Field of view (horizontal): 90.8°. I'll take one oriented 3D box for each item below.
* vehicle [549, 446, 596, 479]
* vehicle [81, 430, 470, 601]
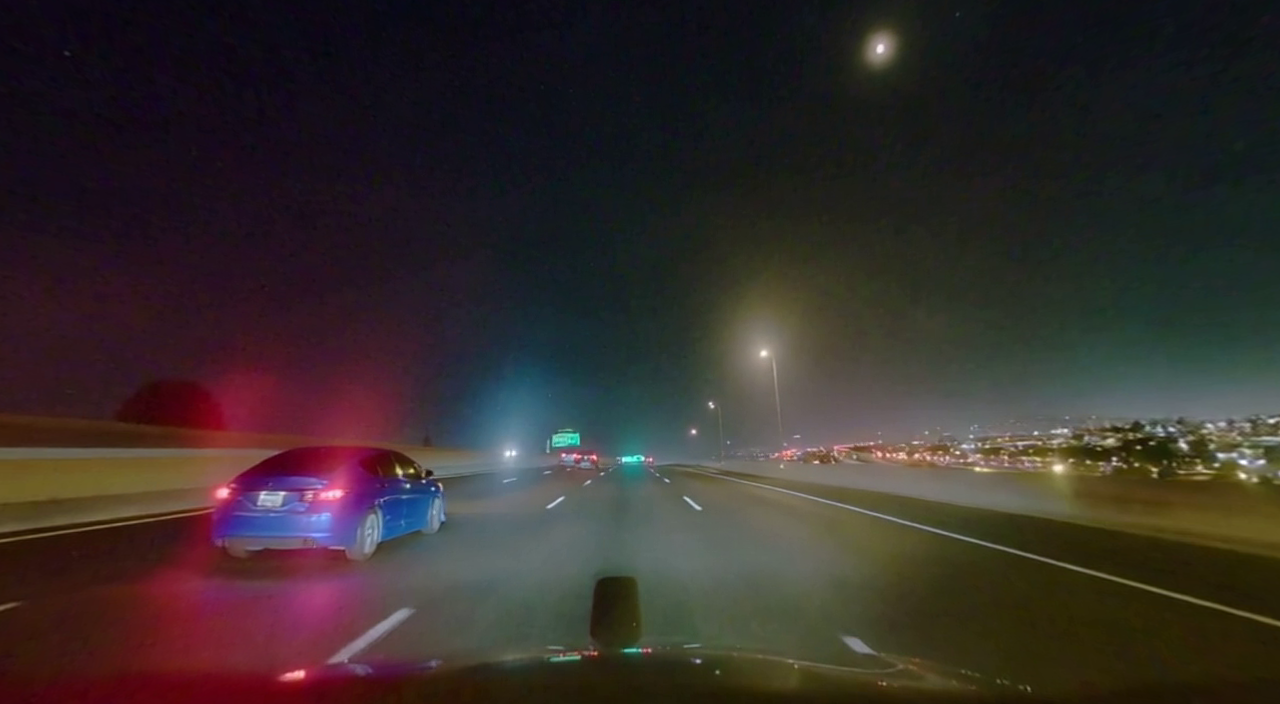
[{"bbox_3d":[-3.624,6.029,34.815,2.075,1.702,4.257,0,-9,0],"label":"vehicle"},{"bbox_3d":[-3.797,1.773,7.813,2.114,1.480,4.473,0,-9,0],"label":"vehicle"}]
